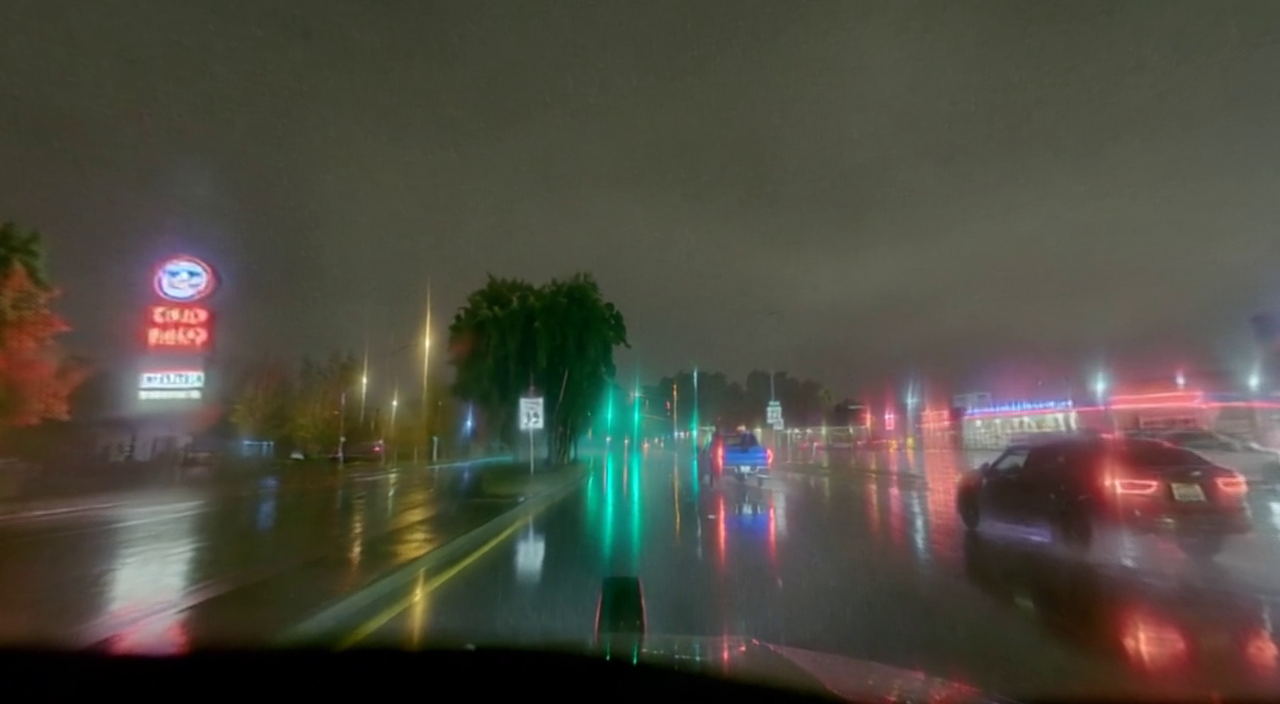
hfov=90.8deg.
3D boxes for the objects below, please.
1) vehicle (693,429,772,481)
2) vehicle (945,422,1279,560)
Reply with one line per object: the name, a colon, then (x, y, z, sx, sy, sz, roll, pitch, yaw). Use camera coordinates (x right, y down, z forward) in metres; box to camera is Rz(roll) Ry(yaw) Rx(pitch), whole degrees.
vehicle: (3.347, 3.871, 23.963, 2.214, 1.749, 4.998, 0, -8, 0)
vehicle: (6.497, 1.836, 9.085, 1.986, 1.480, 4.296, 0, -8, -1)
